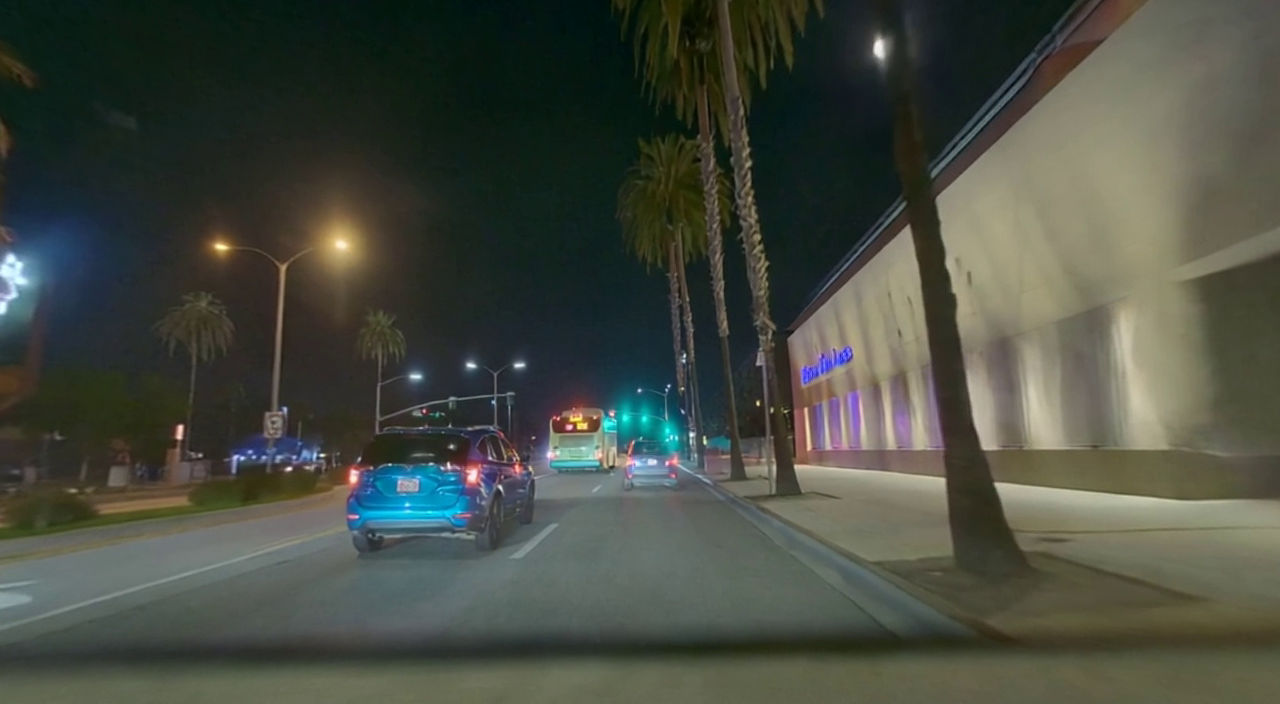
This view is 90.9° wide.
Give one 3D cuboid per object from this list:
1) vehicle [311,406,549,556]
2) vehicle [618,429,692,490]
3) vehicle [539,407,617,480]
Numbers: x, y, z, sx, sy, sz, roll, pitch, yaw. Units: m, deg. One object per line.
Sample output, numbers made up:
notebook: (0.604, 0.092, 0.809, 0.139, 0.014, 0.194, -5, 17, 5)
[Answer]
vehicle: (-2.876, 1.899, 9.987, 2.124, 1.799, 4.587, 0, -8, 1)
vehicle: (0.443, 3.399, 20.195, 2.120, 1.727, 3.917, 0, -8, 0)
vehicle: (-2.741, 4.439, 30.643, 2.775, 3.064, 8.297, 0, -8, 1)
